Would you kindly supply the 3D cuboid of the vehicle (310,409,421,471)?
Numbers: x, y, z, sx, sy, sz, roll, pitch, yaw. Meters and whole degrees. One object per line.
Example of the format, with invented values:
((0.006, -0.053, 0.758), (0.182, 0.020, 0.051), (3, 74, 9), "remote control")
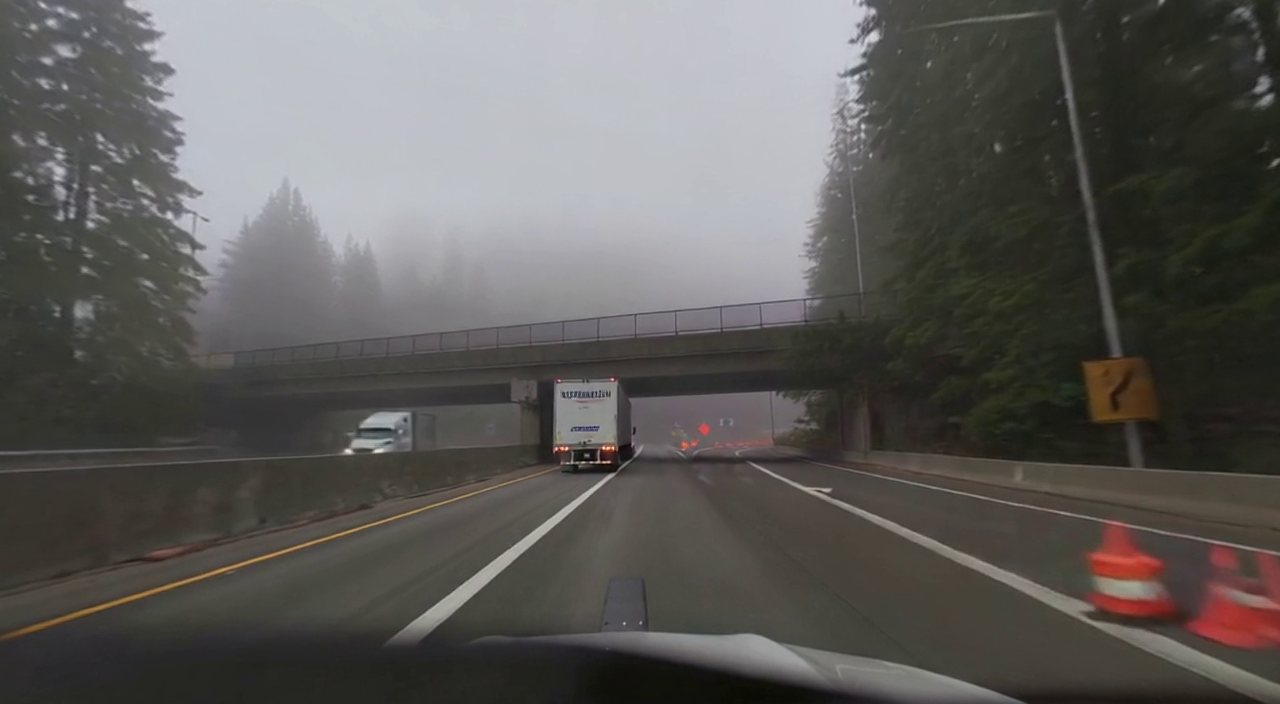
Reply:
((-16.655, 5.468, 39.123), (2.971, 3.438, 8.346), (0, -8, 1), "vehicle")

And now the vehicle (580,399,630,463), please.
((-2.319, 5.822, 45.692), (2.845, 4.049, 10.214), (0, -8, 1), "vehicle")
